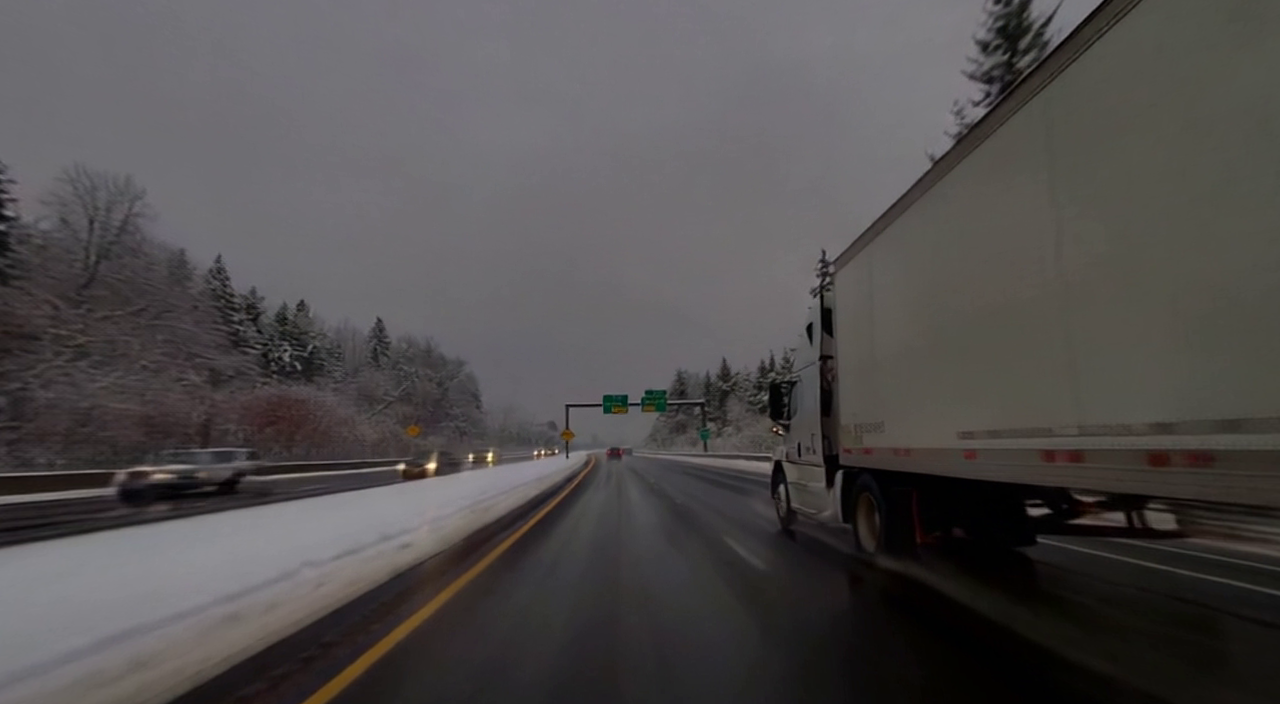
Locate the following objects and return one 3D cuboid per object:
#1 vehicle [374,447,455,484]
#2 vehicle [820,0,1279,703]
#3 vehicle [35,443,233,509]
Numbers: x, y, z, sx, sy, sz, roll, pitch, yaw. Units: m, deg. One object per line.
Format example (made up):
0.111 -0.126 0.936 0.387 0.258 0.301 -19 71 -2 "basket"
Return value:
-10.009 5.037 28.234 1.977 1.511 4.668 0 -9 -1 "vehicle"
4.329 -0.094 4.128 3.016 3.971 10.405 0 -9 -1 "vehicle"
-14.097 3.434 17.913 1.928 1.599 4.549 0 -9 -2 "vehicle"
